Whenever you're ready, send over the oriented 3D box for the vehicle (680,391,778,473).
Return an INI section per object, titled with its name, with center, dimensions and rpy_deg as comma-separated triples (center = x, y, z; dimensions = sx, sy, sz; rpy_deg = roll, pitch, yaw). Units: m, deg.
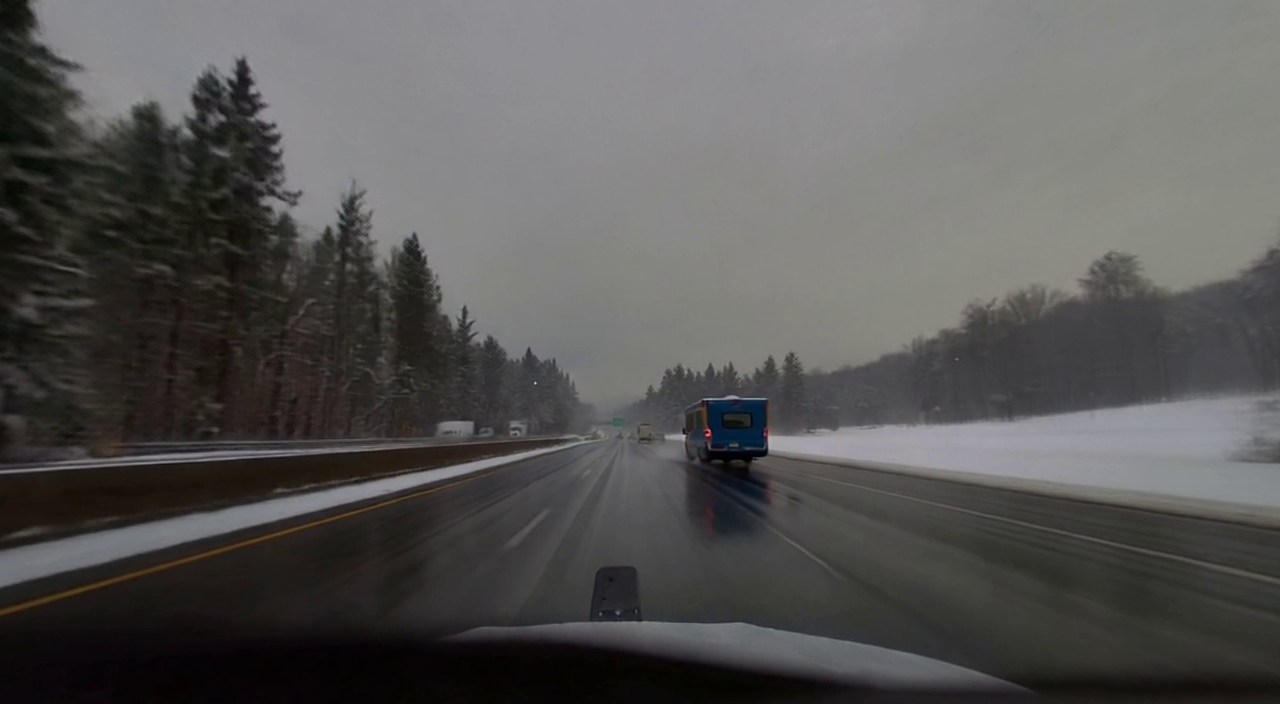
[vehicle]
center = 3.353, 3.277, 25.714
dimensions = 2.815, 2.876, 7.101
rpy_deg = 0, -8, -1
